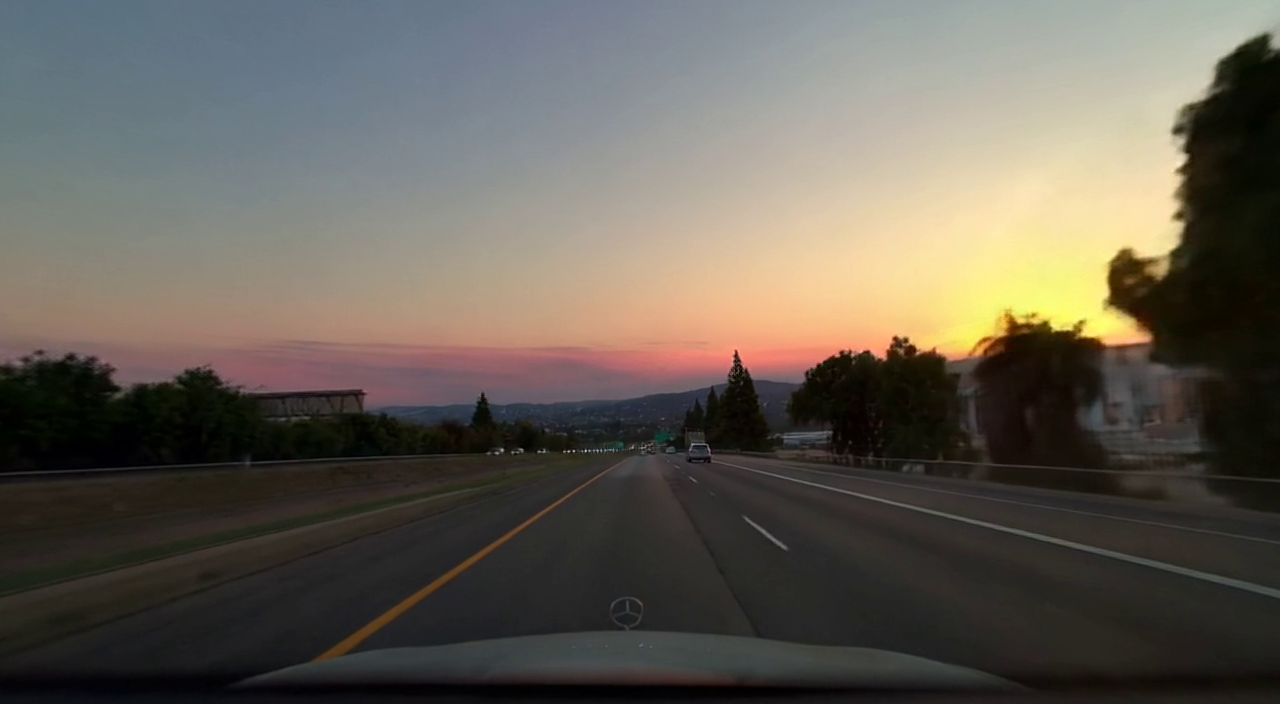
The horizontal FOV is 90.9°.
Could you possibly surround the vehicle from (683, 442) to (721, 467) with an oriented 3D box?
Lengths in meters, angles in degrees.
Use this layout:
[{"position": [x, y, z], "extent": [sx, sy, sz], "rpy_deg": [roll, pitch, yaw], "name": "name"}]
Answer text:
[{"position": [4.002, 6.645, 41.232], "extent": [2.062, 1.518, 4.026], "rpy_deg": [0, -8, -1], "name": "vehicle"}]
